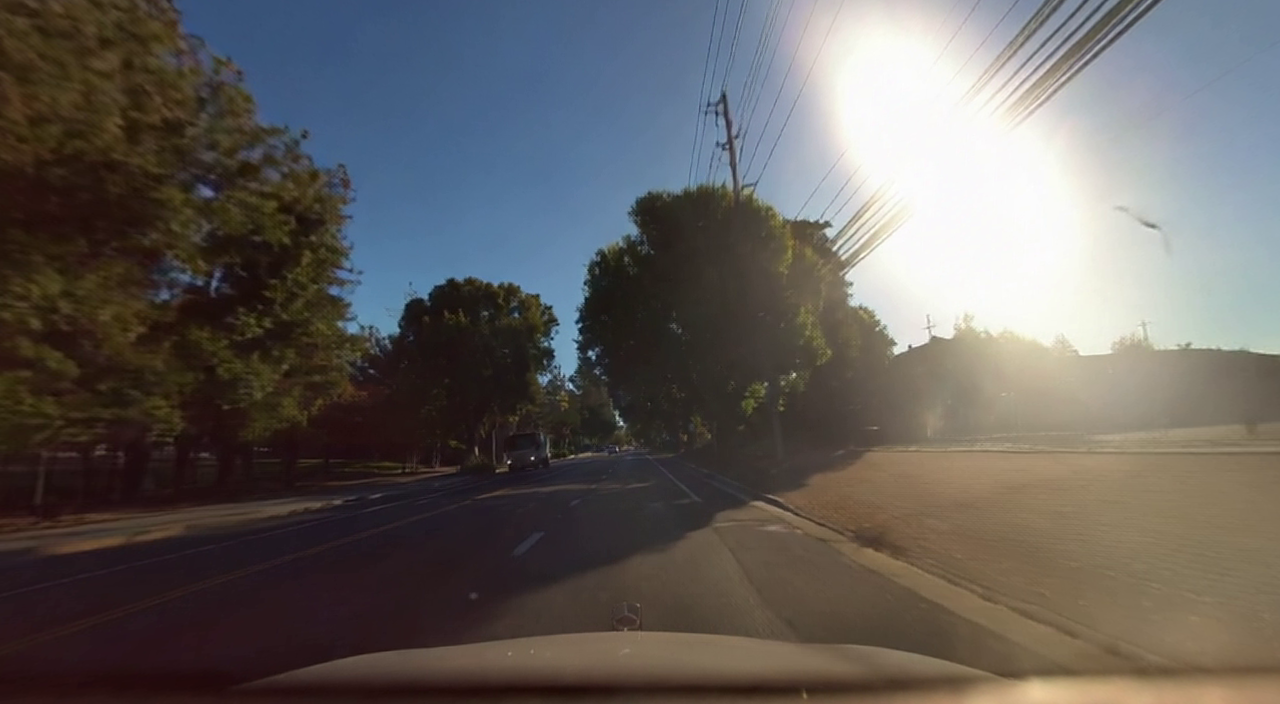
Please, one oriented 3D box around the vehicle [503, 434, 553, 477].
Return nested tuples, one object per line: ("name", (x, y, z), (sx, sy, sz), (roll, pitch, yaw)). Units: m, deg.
("vehicle", (-7.857, 7.249, 44.897), (2.351, 2.696, 6.106), (-2, -7, 1))
